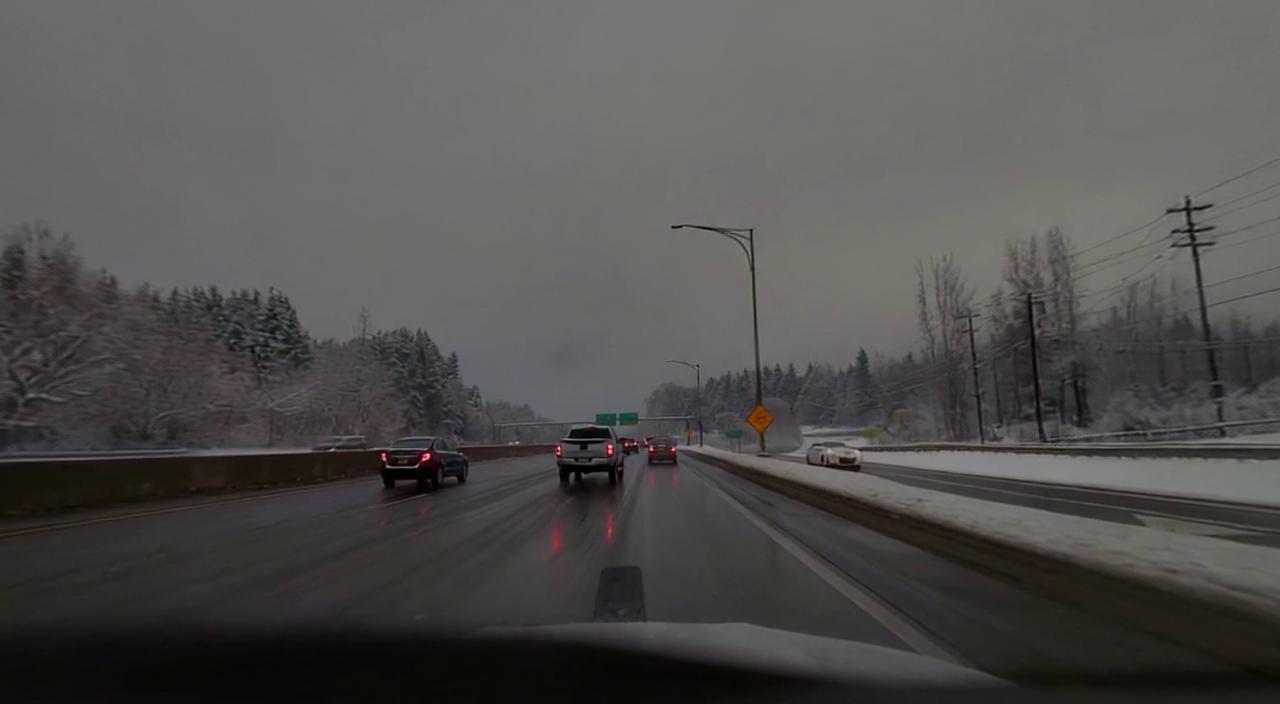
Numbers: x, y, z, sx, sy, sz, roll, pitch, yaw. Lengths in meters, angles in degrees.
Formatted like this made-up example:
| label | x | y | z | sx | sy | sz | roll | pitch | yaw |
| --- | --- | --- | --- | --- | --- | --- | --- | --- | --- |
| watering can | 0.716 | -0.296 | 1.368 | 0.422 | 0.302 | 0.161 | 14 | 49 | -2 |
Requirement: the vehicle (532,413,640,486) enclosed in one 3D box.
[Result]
| label | x | y | z | sx | sy | sz | roll | pitch | yaw |
| --- | --- | --- | --- | --- | --- | --- | --- | --- | --- |
| vehicle | -1.557 | 3.282 | 21.400 | 2.815 | 2.092 | 6.526 | 0 | -8 | 3 |

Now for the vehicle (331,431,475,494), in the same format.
| label | x | y | z | sx | sy | sz | roll | pitch | yaw |
| --- | --- | --- | --- | --- | --- | --- | --- | --- | --- |
| vehicle | -6.262 | 2.970 | 17.269 | 1.964 | 1.481 | 4.425 | -1 | -8 | 4 |

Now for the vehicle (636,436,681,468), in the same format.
| label | x | y | z | sx | sy | sz | roll | pitch | yaw |
| --- | --- | --- | --- | --- | --- | --- | --- | --- | --- |
| vehicle | 0.835 | 4.852 | 30.611 | 2.013 | 1.444 | 4.447 | 0 | -8 | 0 |

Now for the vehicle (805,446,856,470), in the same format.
| label | x | y | z | sx | sy | sz | roll | pitch | yaw |
| --- | --- | --- | --- | --- | --- | --- | --- | --- | --- |
| vehicle | 11.966 | 6.651 | 39.701 | 1.838 | 1.439 | 4.471 | 0 | -8 | 0 |

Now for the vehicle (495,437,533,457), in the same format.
| label | x | y | z | sx | sy | sz | roll | pitch | yaw |
| --- | --- | --- | --- | --- | --- | --- | --- | --- | --- |
| vehicle | -9.785 | 7.432 | 49.017 | 1.915 | 1.472 | 4.502 | 0 | -8 | 2 |
